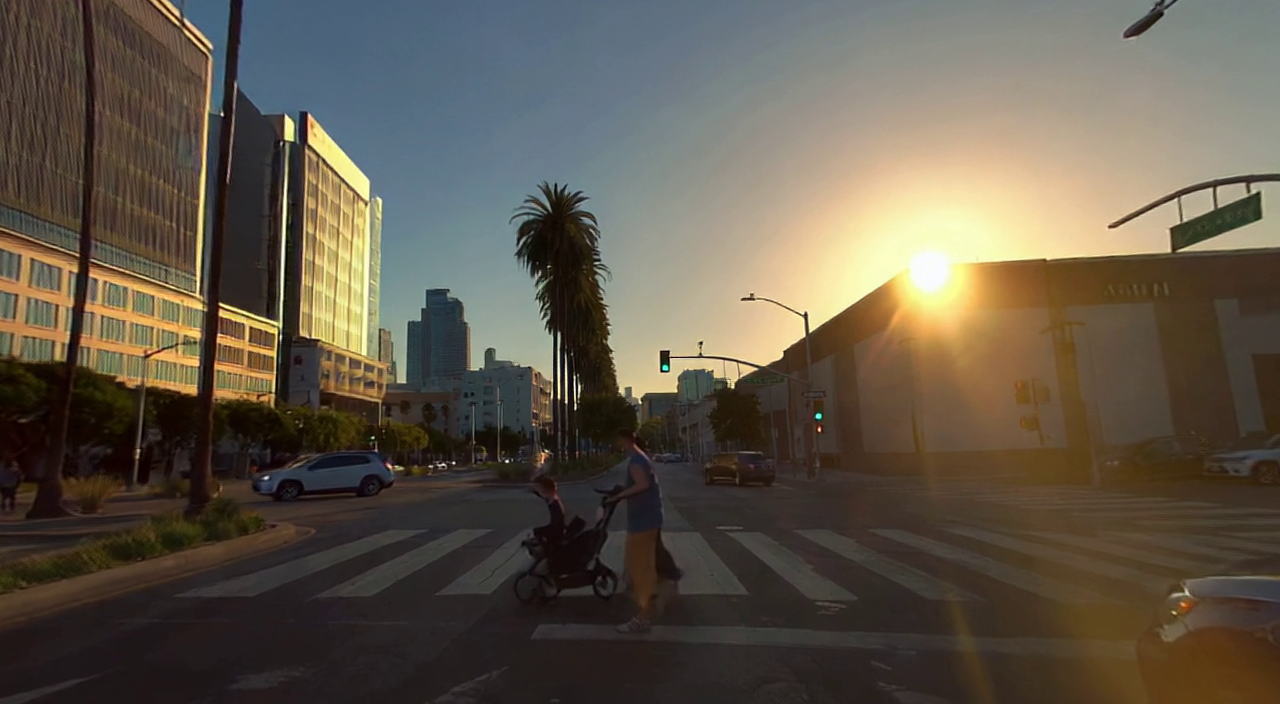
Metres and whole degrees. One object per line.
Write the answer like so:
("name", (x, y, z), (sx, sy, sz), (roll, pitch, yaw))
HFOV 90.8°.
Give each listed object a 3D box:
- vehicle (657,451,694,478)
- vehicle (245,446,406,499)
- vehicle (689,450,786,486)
("vehicle", (2.572, 8.290, 46.891), (2.325, 1.810, 4.827), (0, -8, -1))
("vehicle", (-10.319, 3.959, 21.146), (4.499, 1.594, 1.898), (3, -9, -18))
("vehicle", (4.468, 5.364, 29.539), (2.000, 1.525, 4.273), (6, -10, -36))
